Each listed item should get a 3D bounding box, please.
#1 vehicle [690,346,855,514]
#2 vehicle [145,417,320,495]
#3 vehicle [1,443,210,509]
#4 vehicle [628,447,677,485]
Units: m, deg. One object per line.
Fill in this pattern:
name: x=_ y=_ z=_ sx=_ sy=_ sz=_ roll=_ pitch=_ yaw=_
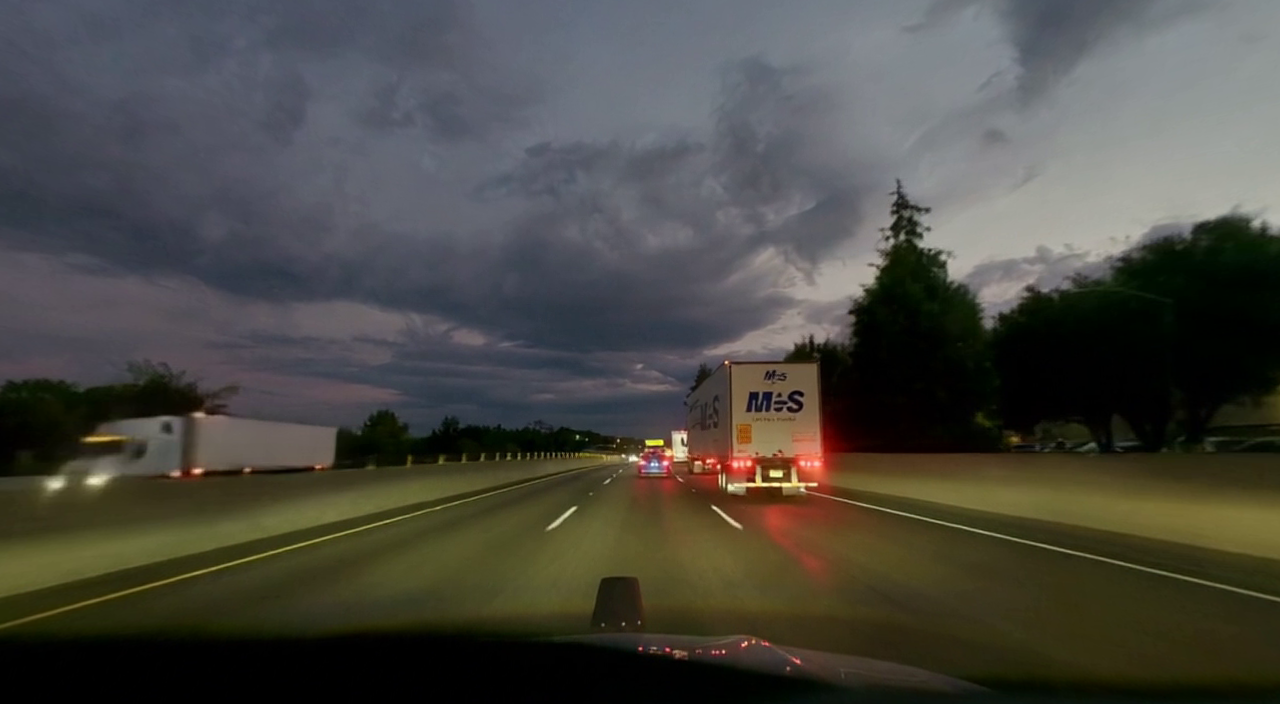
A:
vehicle: x=3.776 y=2.957 z=22.550 sx=3.002 sy=4.104 sz=14.174 roll=0 pitch=-9 yaw=1
vehicle: x=-17.247 y=4.491 z=27.446 sx=2.732 sy=2.908 sz=7.110 roll=0 pitch=-9 yaw=1
vehicle: x=-17.210 y=3.983 z=20.755 sx=2.827 sy=1.881 sz=4.544 roll=0 pitch=-9 yaw=0
vehicle: x=0.562 y=5.312 z=29.696 sx=2.121 sy=1.642 sz=3.828 roll=0 pitch=-9 yaw=1
